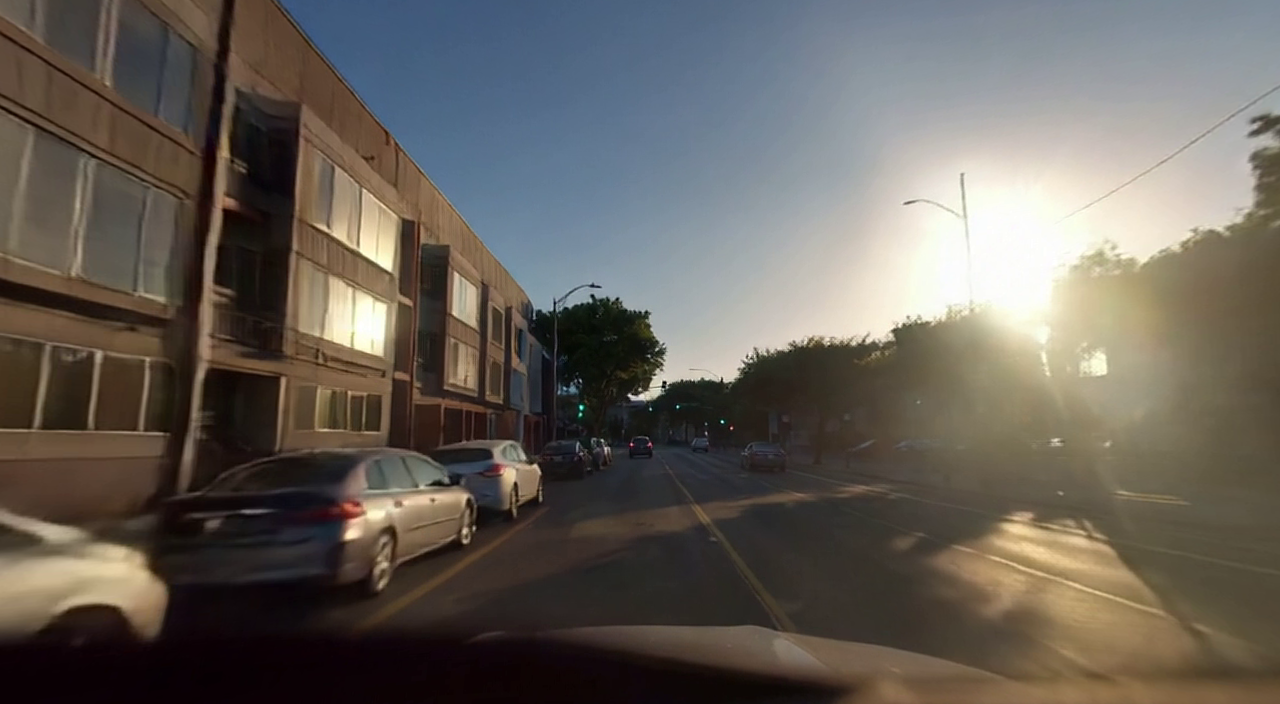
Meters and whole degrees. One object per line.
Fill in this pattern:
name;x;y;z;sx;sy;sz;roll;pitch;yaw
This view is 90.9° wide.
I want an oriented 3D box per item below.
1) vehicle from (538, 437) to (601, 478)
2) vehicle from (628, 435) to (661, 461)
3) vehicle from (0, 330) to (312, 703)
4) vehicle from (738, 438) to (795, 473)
vehicle;-2.705;4.151;25.149;1.843;1.482;4.310;-1;-8;3
vehicle;0.298;6.494;42.845;2.122;1.689;3.885;0;-8;1
vehicle;-3.204;0.723;1.707;2.199;1.676;4.486;0;-8;0
vehicle;5.637;4.647;28.429;1.799;1.463;3.464;0;-8;-1
